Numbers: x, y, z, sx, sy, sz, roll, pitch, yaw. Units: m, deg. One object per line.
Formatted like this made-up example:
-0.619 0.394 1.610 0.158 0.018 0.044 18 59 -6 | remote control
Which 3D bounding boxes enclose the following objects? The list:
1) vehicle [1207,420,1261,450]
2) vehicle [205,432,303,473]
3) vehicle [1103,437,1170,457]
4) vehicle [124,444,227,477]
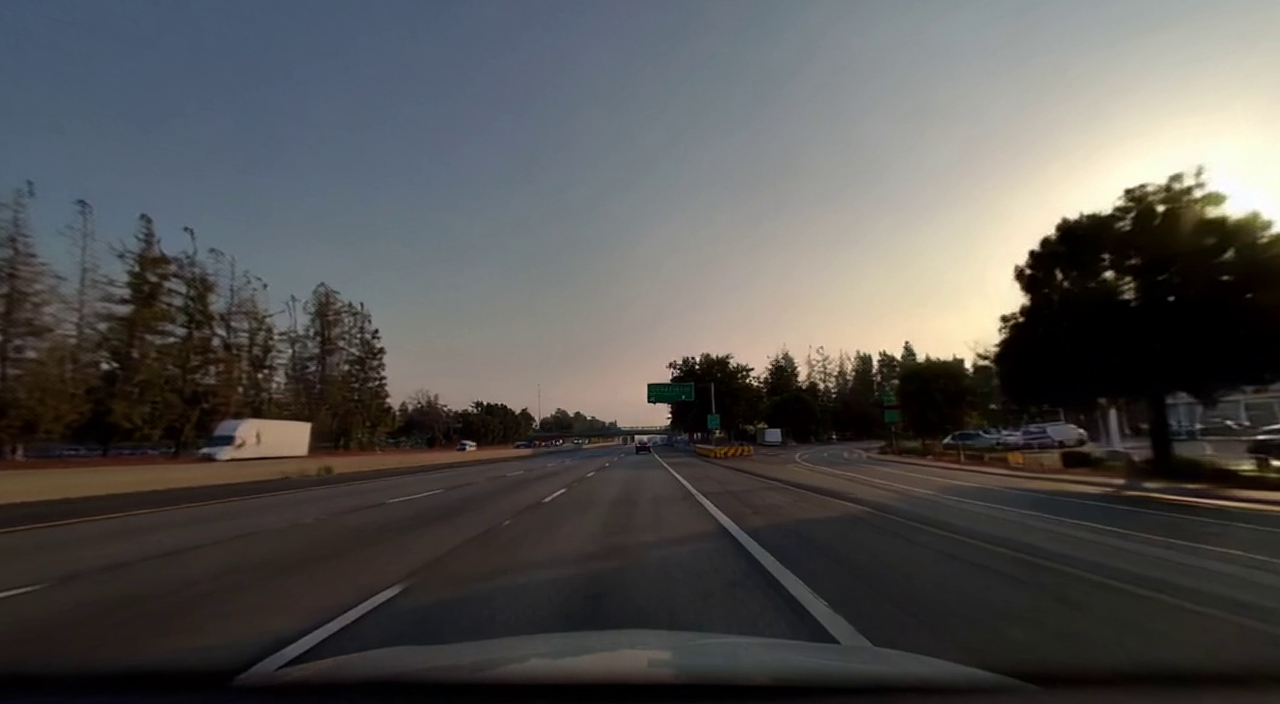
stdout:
39.836 5.541 42.276 2.209 1.949 1.850 4 -8 -28 | vehicle
-29.236 7.594 48.360 2.256 2.796 8.592 0 -7 -1 | vehicle
34.915 6.683 44.348 4.865 1.367 2.082 5 -10 -32 | vehicle
-25.140 5.841 34.373 1.961 1.634 4.758 0 -8 0 | vehicle
